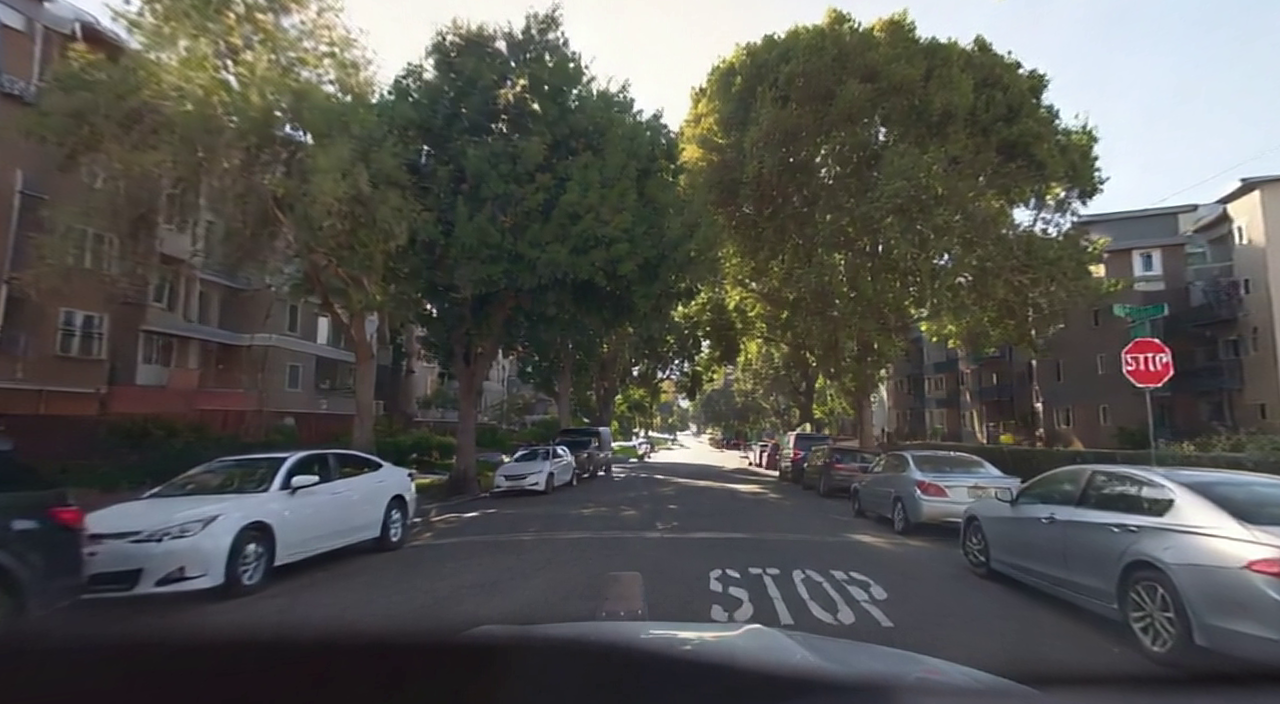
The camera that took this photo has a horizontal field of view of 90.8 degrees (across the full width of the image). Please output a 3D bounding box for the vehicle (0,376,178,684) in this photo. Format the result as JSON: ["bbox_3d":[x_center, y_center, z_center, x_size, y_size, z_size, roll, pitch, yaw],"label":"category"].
[{"bbox_3d":[-4.724,0.870,2.593,1.946,1.744,4.584,-1,-8,4],"label":"vehicle"}]

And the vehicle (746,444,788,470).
[{"bbox_3d":[7.383,6.131,37.147,1.865,1.456,4.329,0,-8,4],"label":"vehicle"}]

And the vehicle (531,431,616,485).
[{"bbox_3d":[-2.487,4.148,25.335,2.229,1.869,5.791,-2,-8,6],"label":"vehicle"}]

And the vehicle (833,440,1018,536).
[{"bbox_3d":[5.092,2.427,11.958,1.803,1.469,4.022,0,-8,3],"label":"vehicle"}]

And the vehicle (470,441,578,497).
[{"bbox_3d":[-3.324,3.450,19.065,1.921,1.463,4.313,-1,-8,7],"label":"vehicle"}]

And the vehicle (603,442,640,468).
[{"bbox_3d":[-1.079,6.383,39.459,1.939,1.513,4.401,-1,-8,3],"label":"vehicle"}]

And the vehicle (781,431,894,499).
[{"bbox_3d":[5.571,3.236,18.518,2.219,1.744,4.252,-1,-8,5],"label":"vehicle"}]

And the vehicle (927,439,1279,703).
[{"bbox_3d":[4.376,1.492,5.392,2.084,1.441,4.402,-1,-8,5],"label":"vehicle"}]

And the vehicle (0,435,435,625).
[{"bbox_3d":[-4.289,1.761,7.513,1.902,1.478,4.696,-1,-7,3],"label":"vehicle"}]
